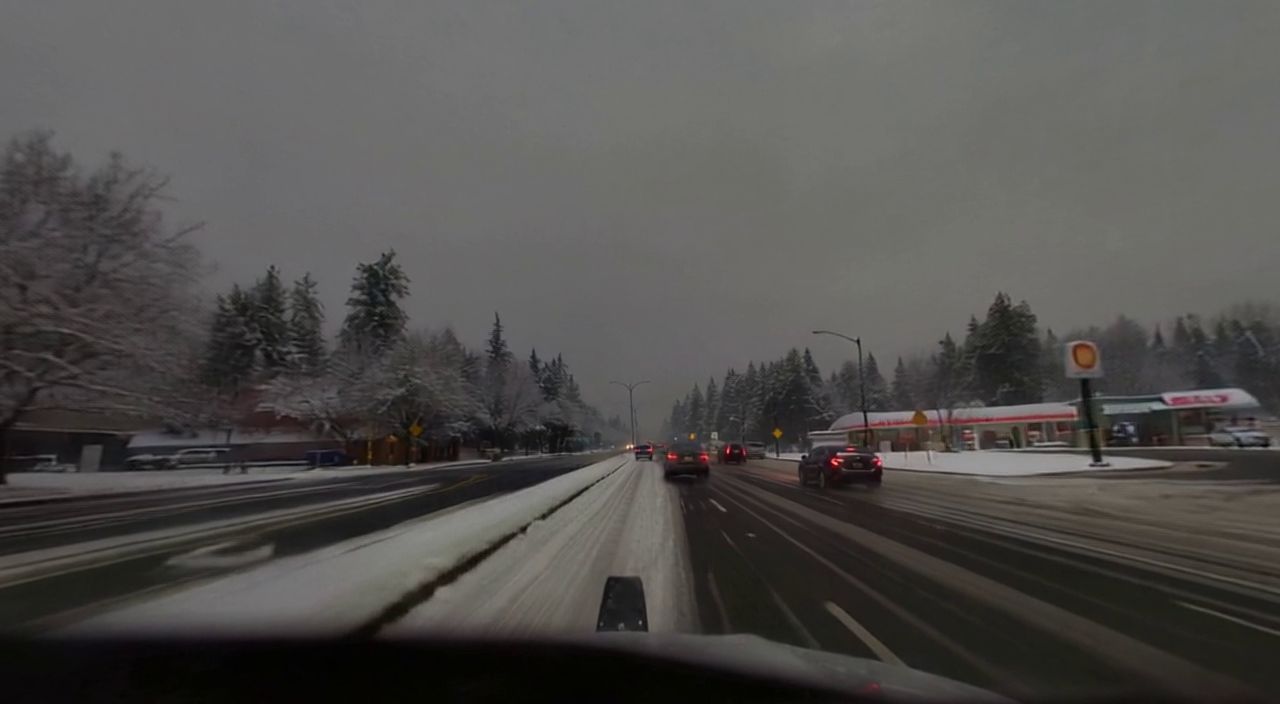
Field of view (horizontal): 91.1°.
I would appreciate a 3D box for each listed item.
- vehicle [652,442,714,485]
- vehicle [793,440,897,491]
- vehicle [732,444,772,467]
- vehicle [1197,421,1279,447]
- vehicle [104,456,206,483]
[{"bbox_3d":[1.550,4.255,24.337,1.971,1.479,4.493,0,-8,-2],"label":"vehicle"},{"bbox_3d":[6.614,3.702,20.813,1.918,1.484,4.456,0,-8,0],"label":"vehicle"},{"bbox_3d":[7.555,7.025,42.723,1.930,1.479,4.477,0,-8,1],"label":"vehicle"},{"bbox_3d":[46.352,6.359,48.396,2.078,1.893,5.228,0,-8,1],"label":"vehicle"},{"bbox_3d":[-29.054,7.001,37.655,4.510,1.504,2.005,-1,-8,3],"label":"vehicle"}]
